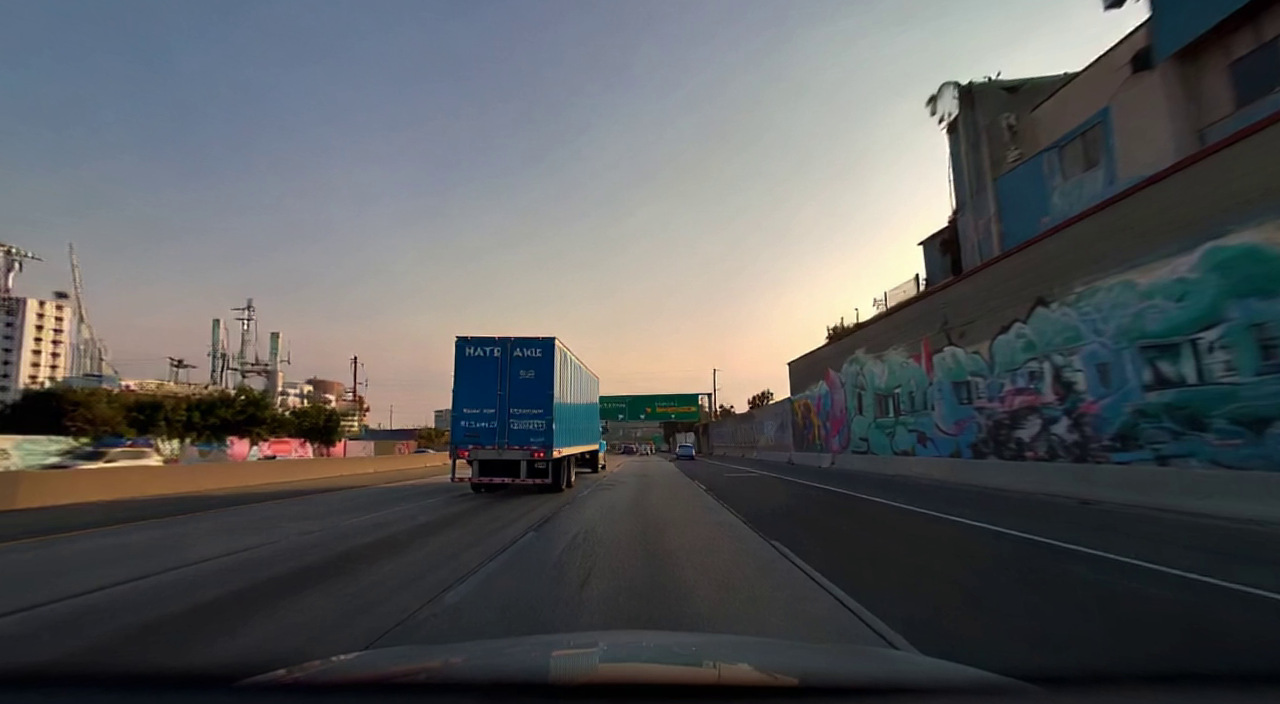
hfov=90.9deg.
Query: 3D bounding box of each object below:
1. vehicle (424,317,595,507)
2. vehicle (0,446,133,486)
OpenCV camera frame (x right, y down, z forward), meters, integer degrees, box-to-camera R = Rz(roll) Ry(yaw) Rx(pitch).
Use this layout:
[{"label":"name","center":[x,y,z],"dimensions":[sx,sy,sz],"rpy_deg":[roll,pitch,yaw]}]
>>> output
[{"label":"vehicle","center":[-3.097,1.850,18.011],"dimensions":[2.977,4.048,8.890],"rpy_deg":[-1,-8,0]},{"label":"vehicle","center":[-25.948,5.075,28.494],"dimensions":[2.009,1.601,4.712],"rpy_deg":[0,-8,1]}]
